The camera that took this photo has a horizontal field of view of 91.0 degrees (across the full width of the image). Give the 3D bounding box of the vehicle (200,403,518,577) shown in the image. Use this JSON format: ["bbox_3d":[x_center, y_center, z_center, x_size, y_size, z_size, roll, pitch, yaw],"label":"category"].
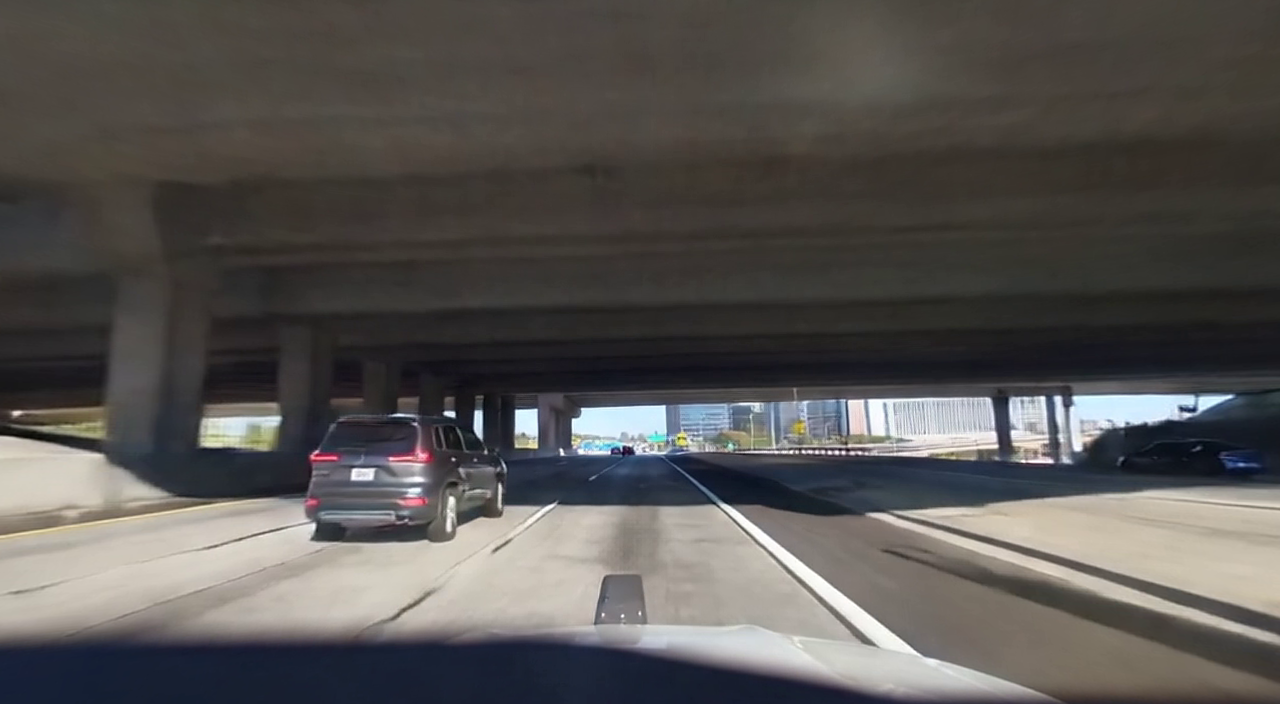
[{"bbox_3d":[-3.283,1.729,8.700,2.203,1.734,4.600,0,-9,1],"label":"vehicle"}]
